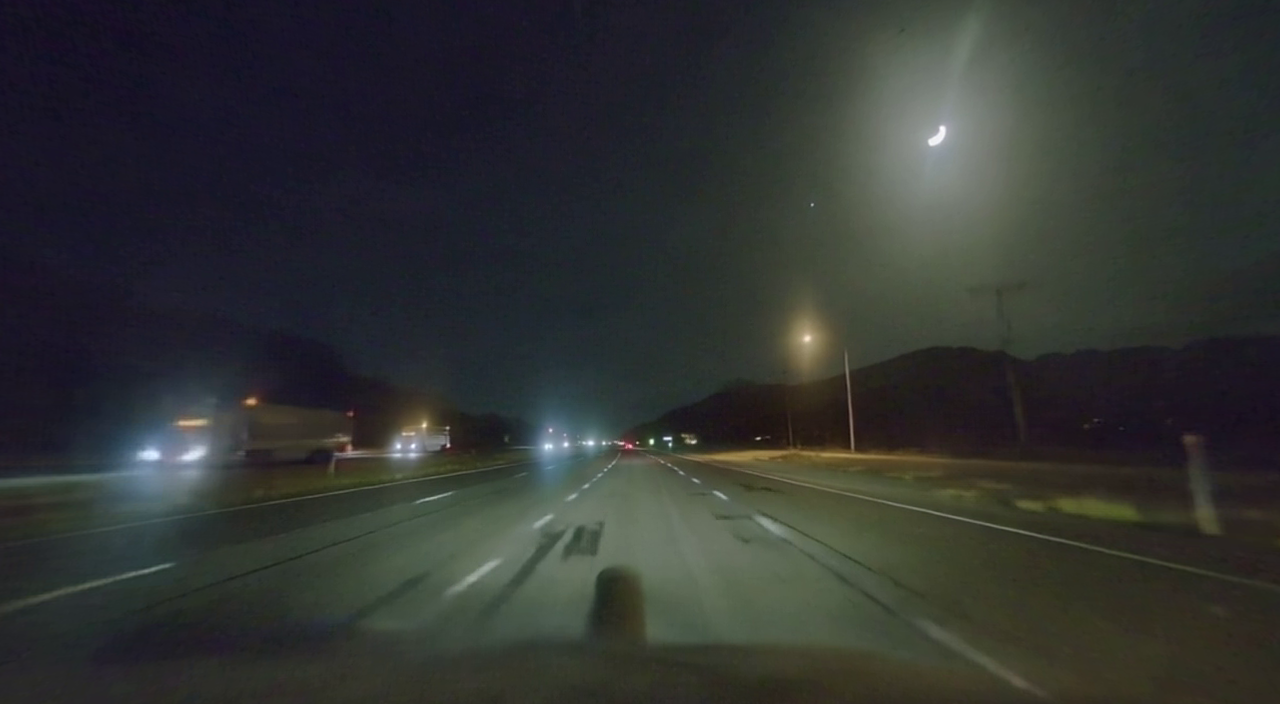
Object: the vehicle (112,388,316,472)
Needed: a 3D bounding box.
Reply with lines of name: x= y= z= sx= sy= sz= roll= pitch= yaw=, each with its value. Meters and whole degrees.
vehicle: x=-23.066 y=4.609 z=35.715 sx=2.979 sy=3.898 sz=12.555 roll=0 pitch=-9 yaw=-1
